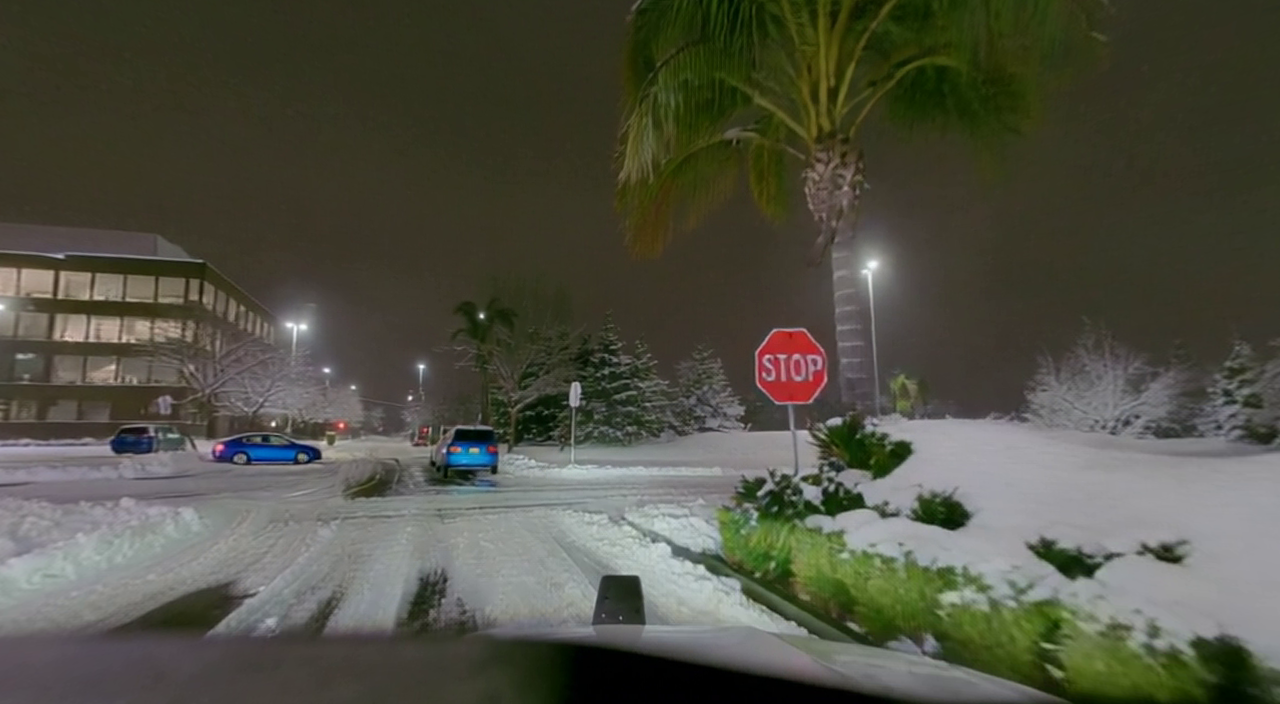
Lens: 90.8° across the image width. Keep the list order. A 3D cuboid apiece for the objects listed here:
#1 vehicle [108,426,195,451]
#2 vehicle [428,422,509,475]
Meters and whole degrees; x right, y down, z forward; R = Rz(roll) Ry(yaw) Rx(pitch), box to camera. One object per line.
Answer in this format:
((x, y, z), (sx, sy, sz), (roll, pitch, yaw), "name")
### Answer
((-32.678, 5.843, 42.369), (4.457, 1.552, 1.748), (7, -11, -37), "vehicle")
((-6.383, 3.529, 23.134), (2.071, 1.700, 4.367), (4, -10, -25), "vehicle")
